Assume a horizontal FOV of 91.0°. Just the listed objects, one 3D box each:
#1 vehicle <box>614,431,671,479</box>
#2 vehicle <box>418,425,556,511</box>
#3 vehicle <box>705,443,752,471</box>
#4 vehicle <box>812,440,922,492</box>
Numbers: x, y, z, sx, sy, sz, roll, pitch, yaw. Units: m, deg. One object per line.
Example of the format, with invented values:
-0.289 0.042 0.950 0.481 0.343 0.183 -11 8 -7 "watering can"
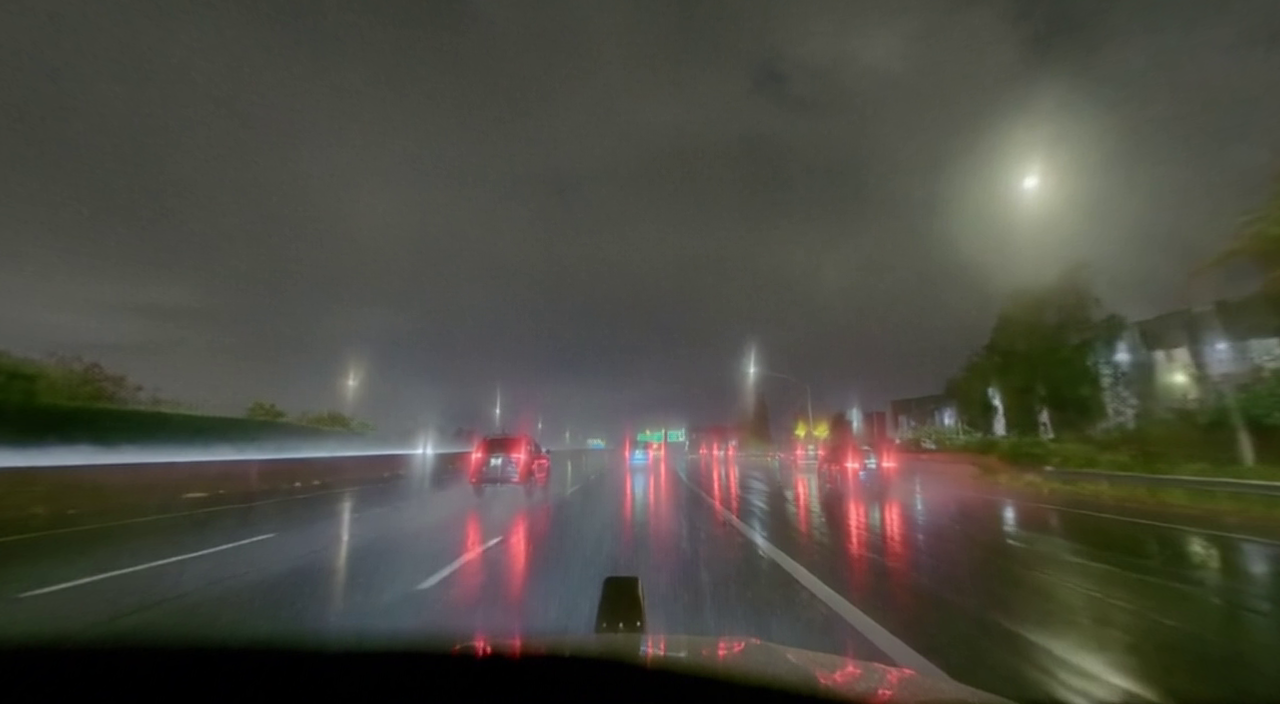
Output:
0.131 4.479 27.465 2.270 1.862 4.949 0 -9 1 "vehicle"
-3.464 2.732 15.255 2.142 1.759 4.297 0 -9 2 "vehicle"
4.869 5.858 35.339 2.005 1.456 4.287 0 -9 0 "vehicle"
7.232 3.678 20.628 1.936 1.480 4.373 0 -9 0 "vehicle"
